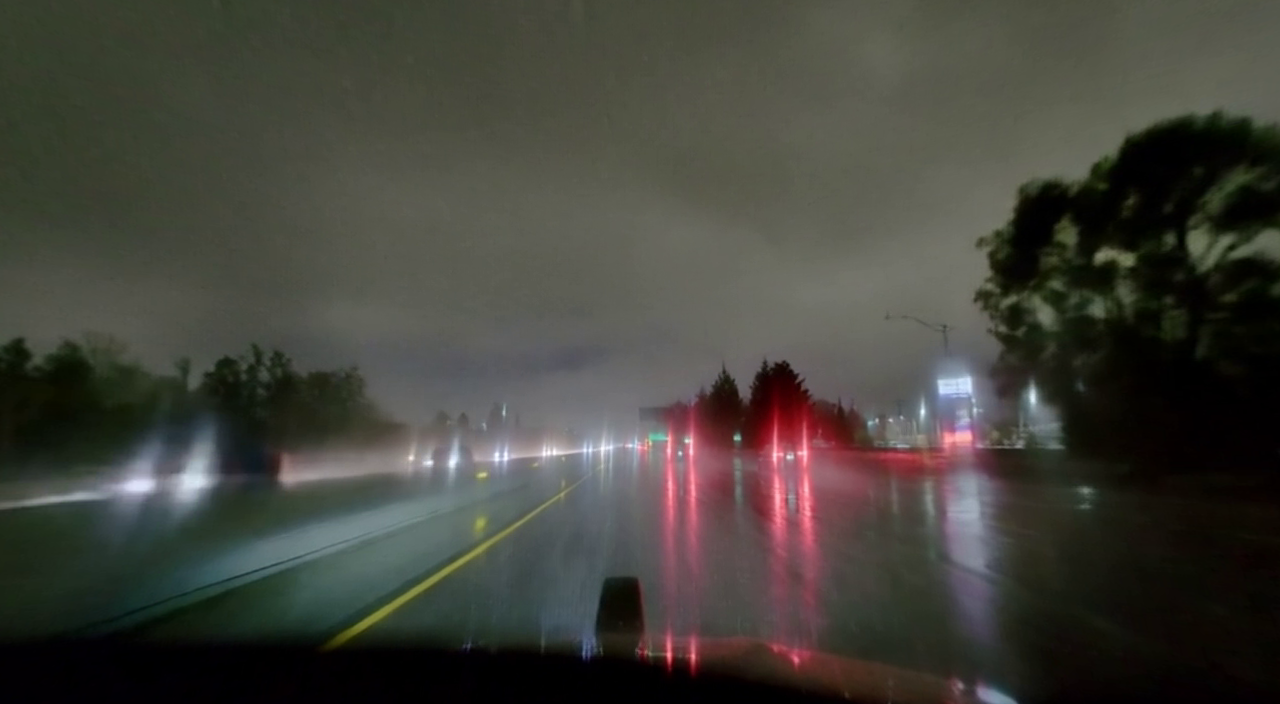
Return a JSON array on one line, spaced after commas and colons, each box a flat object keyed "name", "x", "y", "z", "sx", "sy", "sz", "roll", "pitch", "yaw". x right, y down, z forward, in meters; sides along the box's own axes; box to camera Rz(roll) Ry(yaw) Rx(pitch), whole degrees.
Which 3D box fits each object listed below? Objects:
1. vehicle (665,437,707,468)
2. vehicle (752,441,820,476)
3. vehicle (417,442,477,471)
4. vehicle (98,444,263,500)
[{"name": "vehicle", "x": 2.841, "y": 6.385, "z": 40.345, "sx": 2.258, "sy": 1.824, "sz": 4.908, "roll": 0, "pitch": -9, "yaw": -1}, {"name": "vehicle", "x": 6.483, "y": 4.758, "z": 28.521, "sx": 2.009, "sy": 1.456, "sz": 4.097, "roll": 0, "pitch": -9, "yaw": -1}, {"name": "vehicle", "x": -11.353, "y": 6.166, "z": 37.526, "sx": 2.053, "sy": 1.602, "sz": 4.777, "roll": 0, "pitch": -9, "yaw": 0}, {"name": "vehicle", "x": -15.001, "y": 3.881, "z": 21.048, "sx": 2.038, "sy": 1.583, "sz": 4.642, "roll": 0, "pitch": -8, "yaw": 0}]
